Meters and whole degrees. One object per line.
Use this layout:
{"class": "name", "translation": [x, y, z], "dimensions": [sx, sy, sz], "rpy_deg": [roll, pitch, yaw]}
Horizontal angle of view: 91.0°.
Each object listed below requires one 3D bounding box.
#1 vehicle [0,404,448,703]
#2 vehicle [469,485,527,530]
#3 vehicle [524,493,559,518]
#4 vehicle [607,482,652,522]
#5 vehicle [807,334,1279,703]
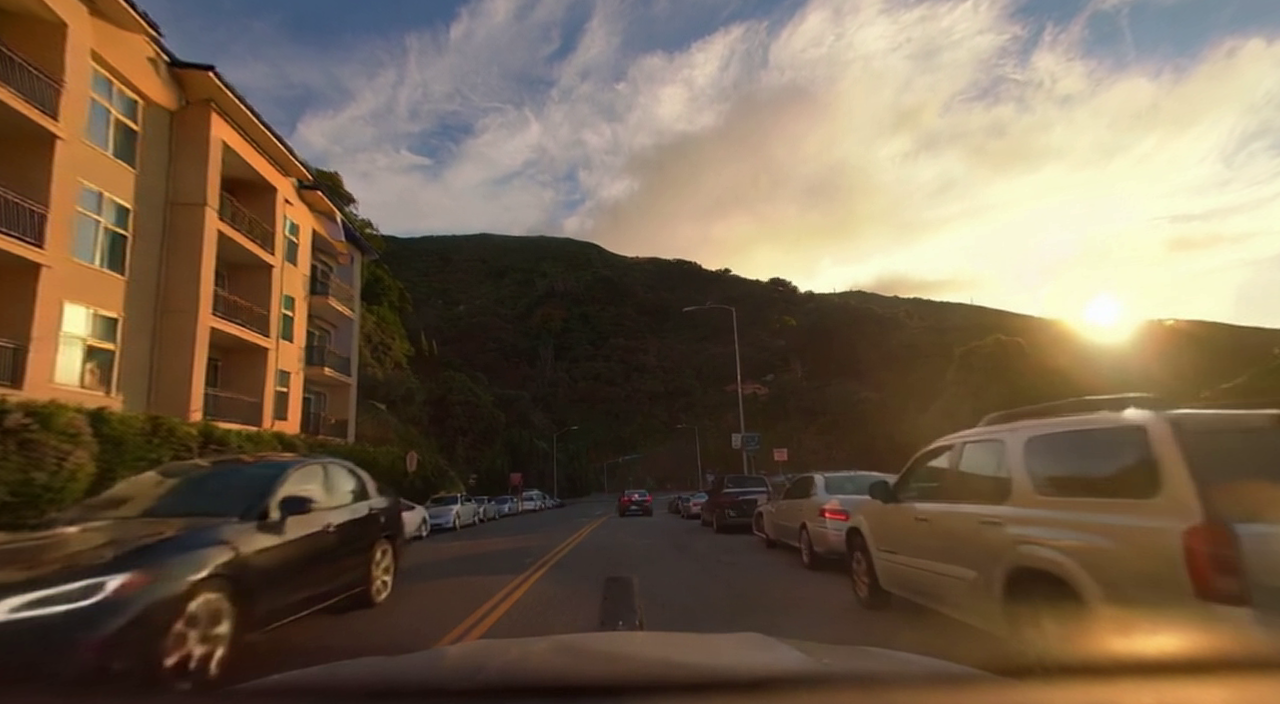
{"class": "vehicle", "translation": [-3.238, 1.419, 4.781], "dimensions": [2.102, 1.621, 4.627], "rpy_deg": [0, -10, 0]}
{"class": "vehicle", "translation": [-6.897, 7.593, 31.013], "dimensions": [2.013, 1.729, 4.329], "rpy_deg": [0, -9, -2]}
{"class": "vehicle", "translation": [-7.112, 11.095, 45.784], "dimensions": [1.859, 1.428, 4.465], "rpy_deg": [0, -9, -1]}
{"class": "vehicle", "translation": [-0.576, 7.807, 33.018], "dimensions": [2.201, 1.731, 3.854], "rpy_deg": [0, -9, -2]}
{"class": "vehicle", "translation": [2.890, 1.205, 4.424], "dimensions": [2.139, 1.752, 4.411], "rpy_deg": [0, -11, -1]}
